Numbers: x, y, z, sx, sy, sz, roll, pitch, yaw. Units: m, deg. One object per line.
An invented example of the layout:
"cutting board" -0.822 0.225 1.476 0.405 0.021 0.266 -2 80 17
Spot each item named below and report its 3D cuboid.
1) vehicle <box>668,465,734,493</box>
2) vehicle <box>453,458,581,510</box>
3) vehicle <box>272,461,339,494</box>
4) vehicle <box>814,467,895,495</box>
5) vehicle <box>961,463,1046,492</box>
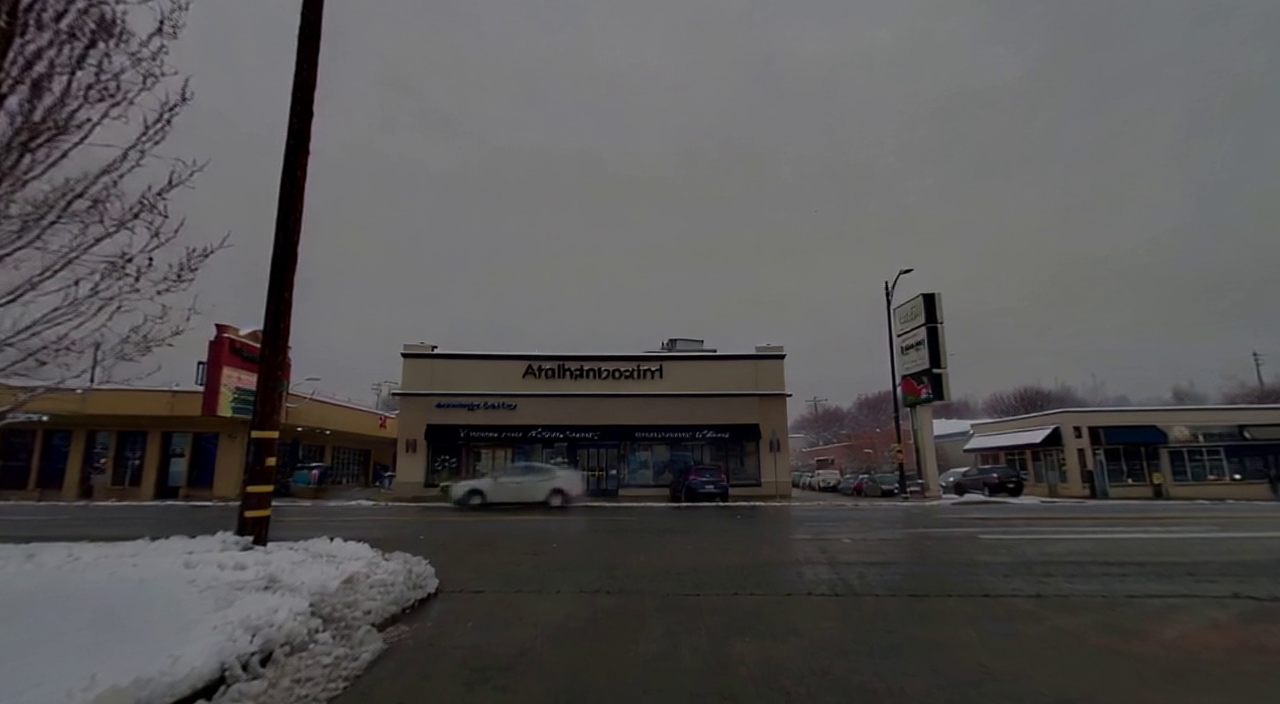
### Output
"vehicle" 3.675 7.764 38.864 1.812 1.468 4.519 5 -10 -28
"vehicle" -4.109 4.493 21.694 4.073 1.609 1.813 1 -9 -4
"vehicle" -19.947 7.415 37.570 4.596 1.680 1.936 -7 -11 41
"vehicle" 13.044 7.851 38.675 1.791 1.453 4.593 5 -10 -29
"vehicle" 25.818 8.906 44.979 4.838 1.799 1.914 -7 -11 39
